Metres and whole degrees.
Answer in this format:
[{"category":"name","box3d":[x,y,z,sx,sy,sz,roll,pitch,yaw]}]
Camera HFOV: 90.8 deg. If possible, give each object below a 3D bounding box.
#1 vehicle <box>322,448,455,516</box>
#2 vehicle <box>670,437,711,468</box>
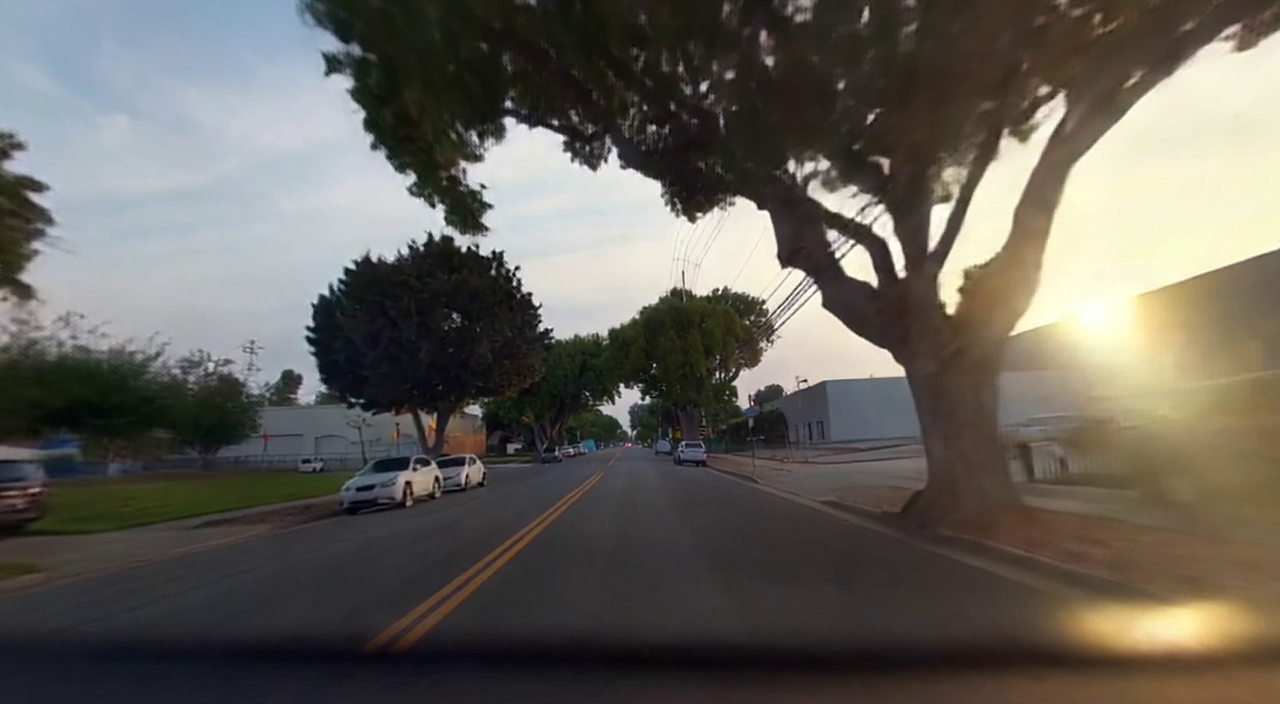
[{"category":"vehicle","box3d":[-6.669,3.452,17.314,1.887,1.460,4.444,-4,-8,-1]},{"category":"vehicle","box3d":[3.103,6.341,40.116,2.138,1.820,5.218,0,-8,0]}]
